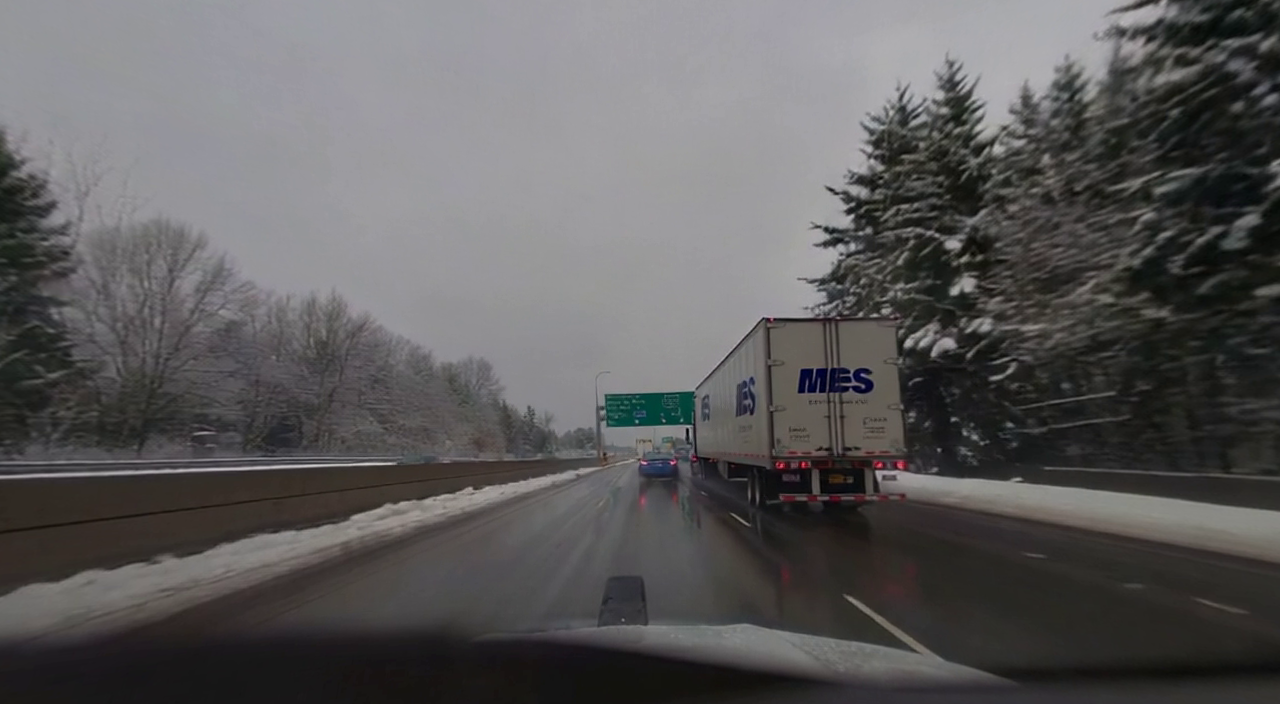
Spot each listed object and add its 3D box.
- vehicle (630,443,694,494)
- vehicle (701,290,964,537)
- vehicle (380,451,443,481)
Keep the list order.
[{"bbox_3d":[0.706,4.155,22.773,2.121,1.642,3.828,0,-9,0],"label":"vehicle"},{"bbox_3d":[3.822,2.040,17.533,3.002,4.104,14.174,0,-9,1],"label":"vehicle"},{"bbox_3d":[-13.070,6.530,36.289,1.941,1.602,4.247,0,-9,2],"label":"vehicle"}]
